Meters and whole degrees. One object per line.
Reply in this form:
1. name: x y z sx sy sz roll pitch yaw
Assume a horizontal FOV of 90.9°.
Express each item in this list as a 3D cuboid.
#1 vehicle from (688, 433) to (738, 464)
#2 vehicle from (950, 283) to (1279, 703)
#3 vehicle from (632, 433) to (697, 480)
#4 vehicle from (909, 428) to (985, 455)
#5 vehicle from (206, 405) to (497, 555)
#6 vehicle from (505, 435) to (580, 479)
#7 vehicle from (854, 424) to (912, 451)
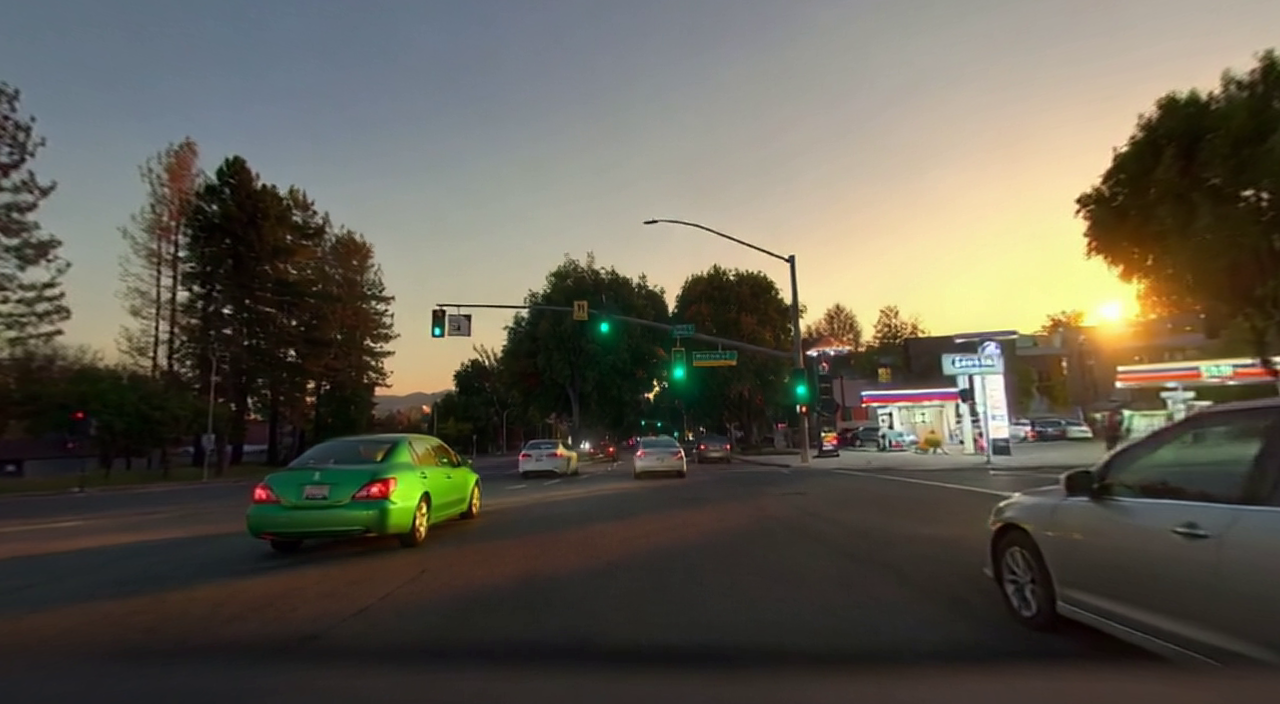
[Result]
1. vehicle: 3.675 4.949 32.550 1.920 1.479 4.548 0 -8 -1
2. vehicle: 3.366 0.676 2.493 1.992 1.805 4.549 0 -8 1
3. vehicle: 0.796 3.511 21.471 1.994 1.433 3.894 -1 -8 1
4. vehicle: 18.037 5.304 37.340 2.081 1.482 4.860 0 -8 1
5. vehicle: -3.831 1.806 9.630 2.023 1.687 4.874 -1 -8 2
6. vehicle: -3.491 3.863 23.434 1.995 1.436 4.500 0 -8 1
7. vehicle: 16.894 6.002 44.098 2.110 1.744 4.928 -1 -8 1
